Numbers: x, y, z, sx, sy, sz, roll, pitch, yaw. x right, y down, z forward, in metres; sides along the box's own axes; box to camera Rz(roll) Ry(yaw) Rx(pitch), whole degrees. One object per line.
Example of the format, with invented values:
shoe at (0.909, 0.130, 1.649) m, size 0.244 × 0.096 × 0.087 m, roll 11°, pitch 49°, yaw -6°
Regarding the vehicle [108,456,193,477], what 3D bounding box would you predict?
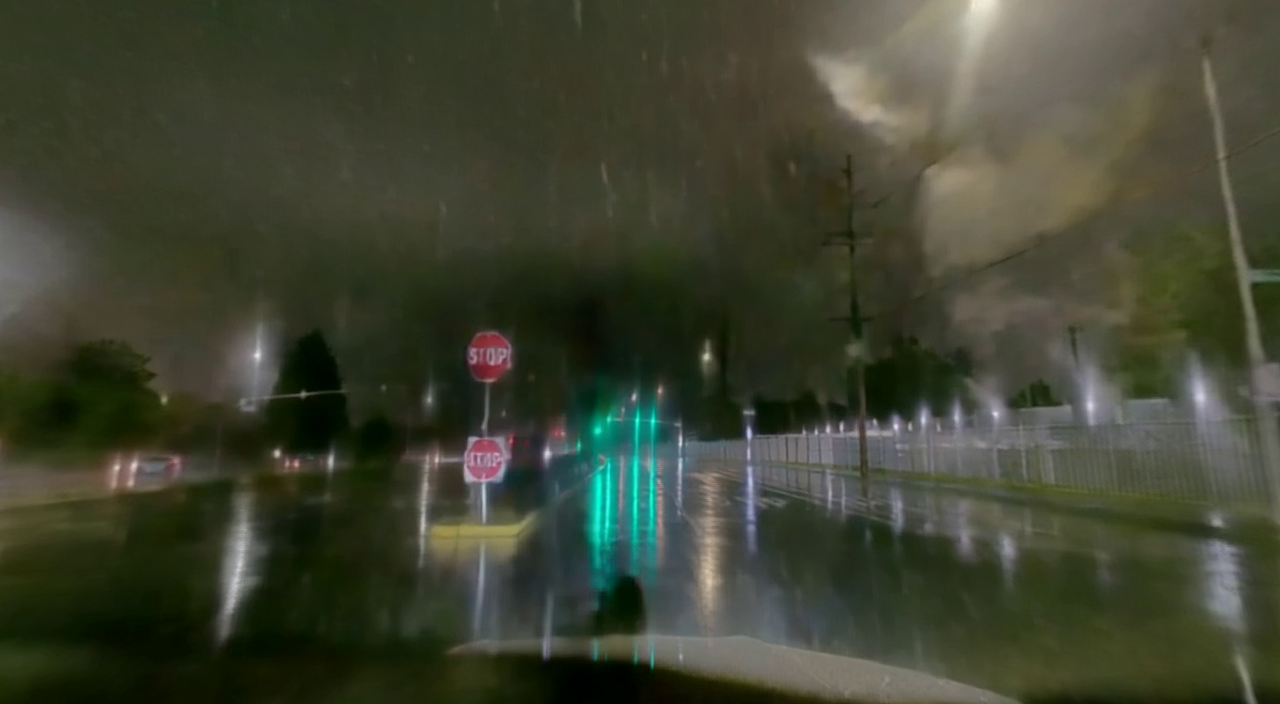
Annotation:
vehicle at (-33.937, 7.946, 43.913) m, size 4.327 × 1.402 × 1.757 m, roll 0°, pitch -9°, yaw -4°
